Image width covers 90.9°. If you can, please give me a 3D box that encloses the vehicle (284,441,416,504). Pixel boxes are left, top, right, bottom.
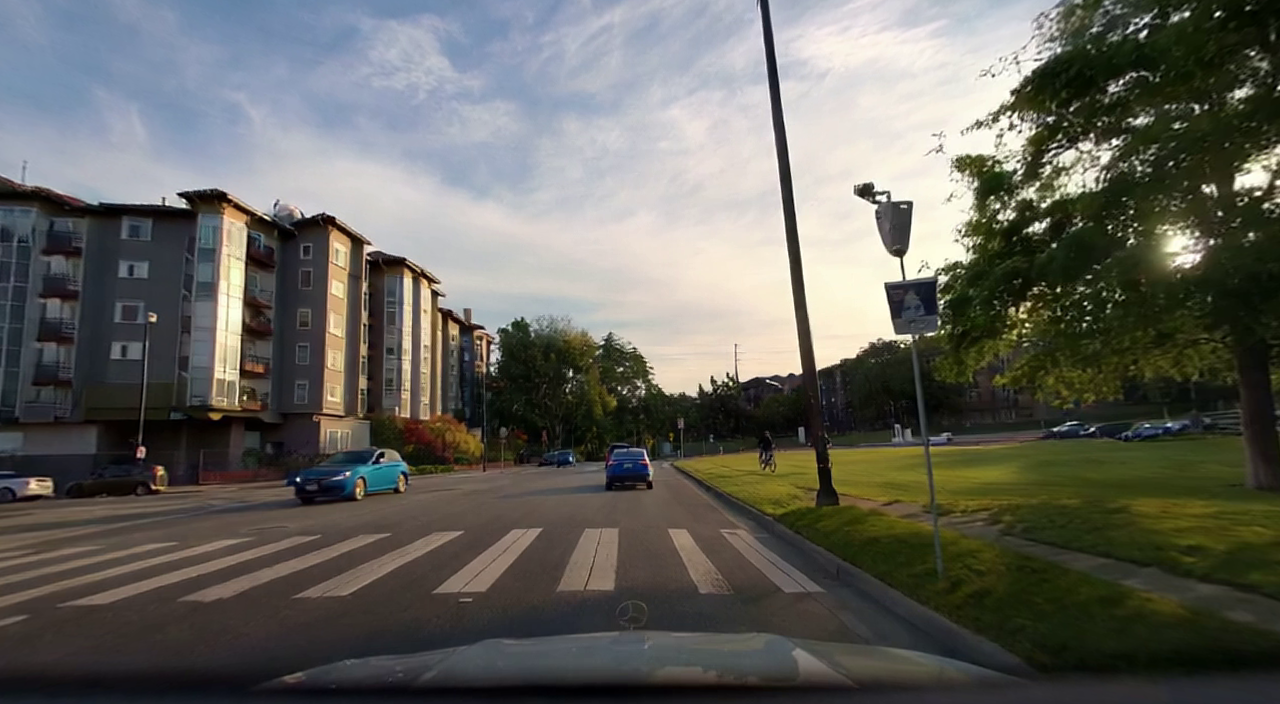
[{"bbox_3d":[-9.106,3.799,20.279,2.126,1.780,4.279,-1,-9,1],"label":"vehicle"}]

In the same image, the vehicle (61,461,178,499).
[{"bbox_3d":[-25.568,6.223,31.058,2.038,1.618,4.086,-9,-12,43],"label":"vehicle"}]

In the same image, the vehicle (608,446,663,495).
[{"bbox_3d":[-0.162,3.717,19.639,1.559,1.351,2.452,-2,-12,-2],"label":"vehicle"}]

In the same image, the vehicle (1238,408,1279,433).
[{"bbox_3d":[49.709,5.386,49.117,4.639,1.752,2.158,3,-9,-15],"label":"vehicle"}]
